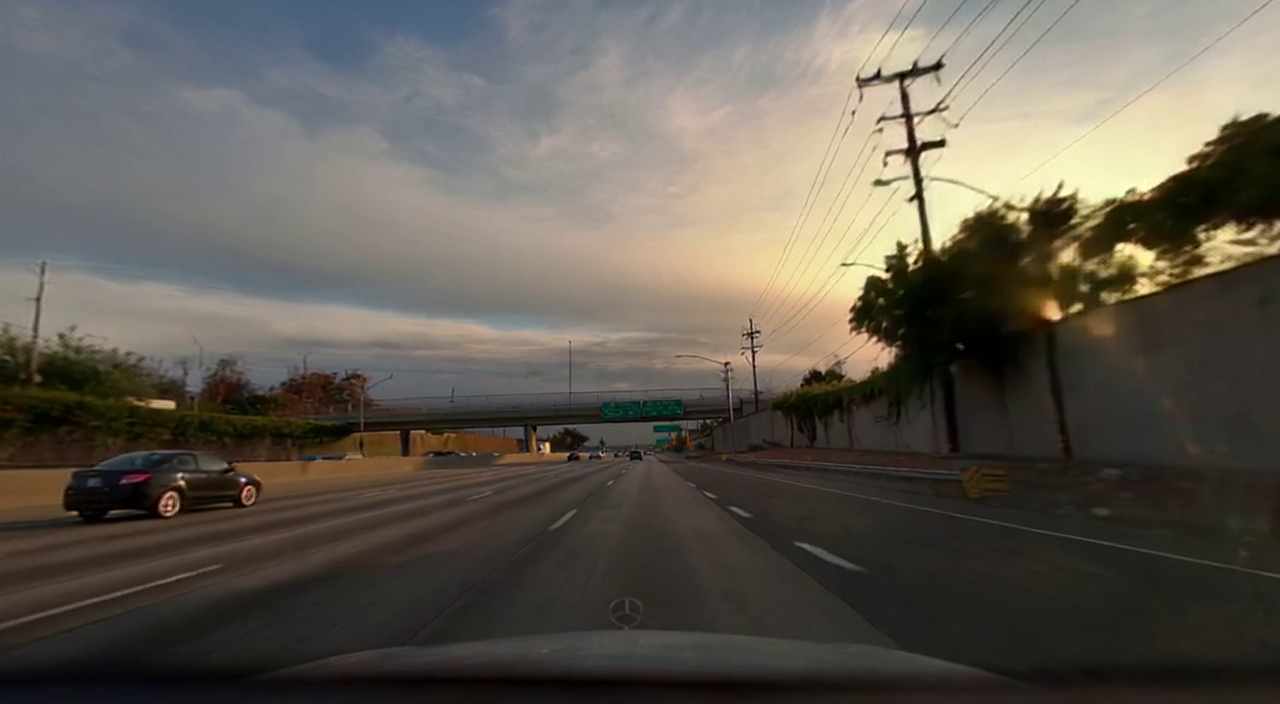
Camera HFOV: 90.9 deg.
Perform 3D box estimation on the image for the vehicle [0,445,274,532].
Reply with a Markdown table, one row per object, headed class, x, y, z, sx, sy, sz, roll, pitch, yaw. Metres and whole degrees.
| class | x | y | z | sx | sy | sz | roll | pitch | yaw |
| --- | --- | --- | --- | --- | --- | --- | --- | --- | --- |
| vehicle | -10.102 | 2.693 | 13.210 | 2.056 | 1.476 | 4.562 | 0 | -8 | 1 |
